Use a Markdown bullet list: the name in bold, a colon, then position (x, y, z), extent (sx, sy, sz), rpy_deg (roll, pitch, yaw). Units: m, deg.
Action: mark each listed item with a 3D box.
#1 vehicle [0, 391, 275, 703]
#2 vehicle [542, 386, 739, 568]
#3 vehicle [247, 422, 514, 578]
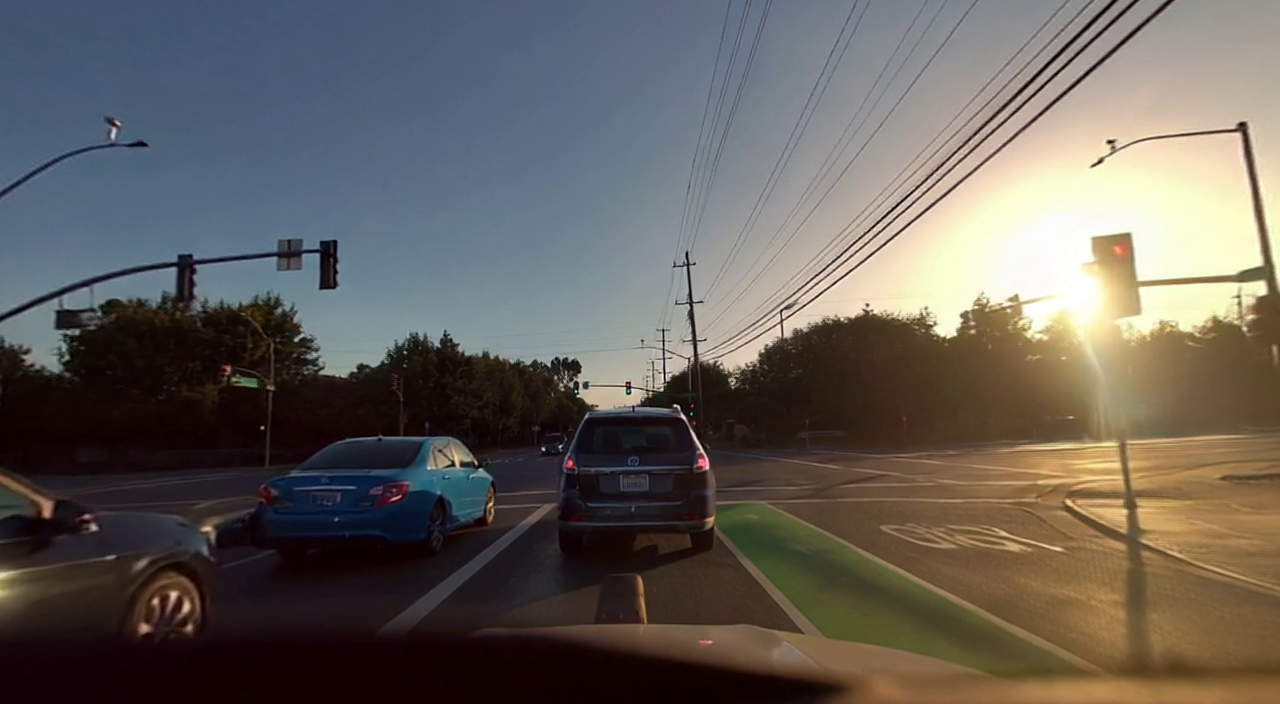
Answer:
- **vehicle**: position (-3.480, 0.775, 1.464), extent (2.138, 1.488, 5.327), rpy_deg (0, -7, -1)
- **vehicle**: position (-0.035, 1.715, 9.228), extent (2.036, 1.885, 5.196), rpy_deg (0, -9, -1)
- **vehicle**: position (-2.925, 1.758, 8.156), extent (1.726, 1.506, 3.840), rpy_deg (0, -9, 1)
